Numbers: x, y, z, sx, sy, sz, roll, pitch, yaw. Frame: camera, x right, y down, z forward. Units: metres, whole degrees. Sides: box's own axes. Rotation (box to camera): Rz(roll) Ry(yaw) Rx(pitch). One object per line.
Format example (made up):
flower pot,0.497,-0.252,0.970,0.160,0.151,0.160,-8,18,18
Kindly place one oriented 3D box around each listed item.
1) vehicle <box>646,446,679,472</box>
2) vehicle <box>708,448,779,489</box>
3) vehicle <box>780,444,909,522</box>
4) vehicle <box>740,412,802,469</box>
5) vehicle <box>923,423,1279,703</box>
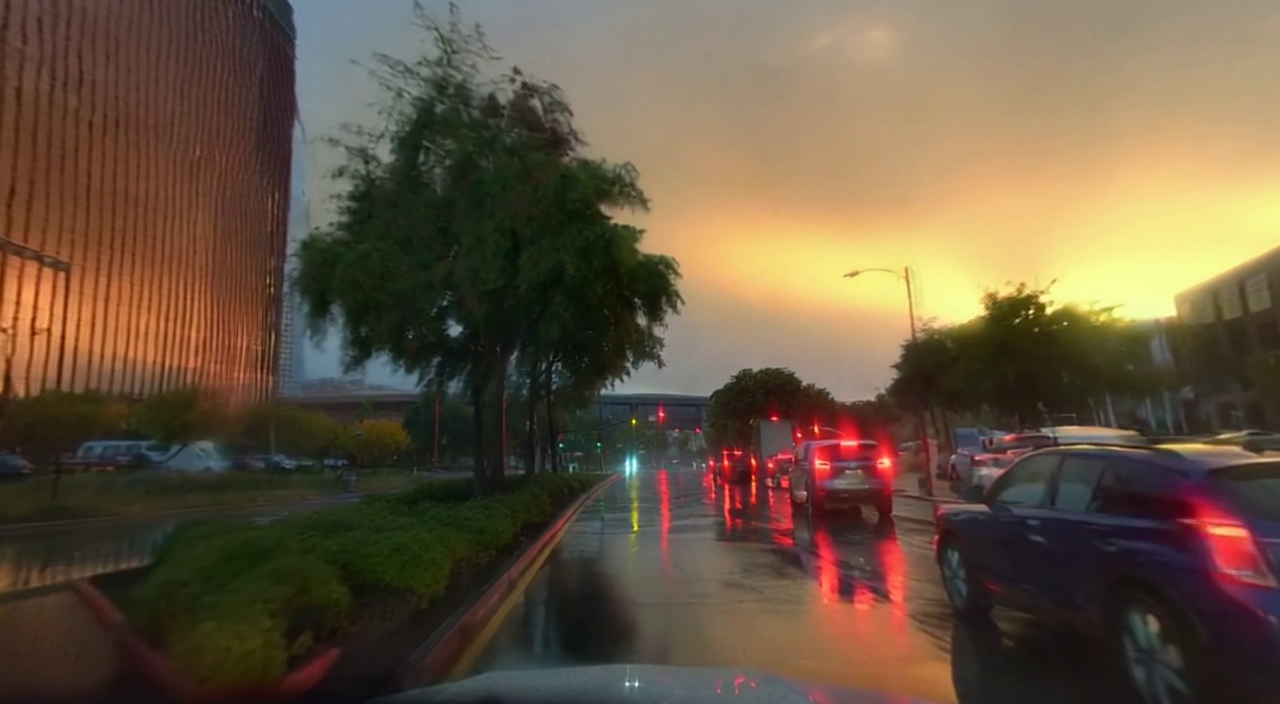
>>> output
vehicle,1.632,7.433,44.066,2.121,1.728,4.161,-1,-9,5
vehicle,4.286,4.872,26.697,2.183,1.553,3.923,0,-9,-2
vehicle,4.829,3.108,15.697,2.089,1.609,4.922,-1,-9,7
vehicle,9.379,6.626,46.760,3.128,3.616,13.736,-1,-9,6
vehicle,3.250,1.192,3.434,2.032,1.490,3.871,-1,-9,8
